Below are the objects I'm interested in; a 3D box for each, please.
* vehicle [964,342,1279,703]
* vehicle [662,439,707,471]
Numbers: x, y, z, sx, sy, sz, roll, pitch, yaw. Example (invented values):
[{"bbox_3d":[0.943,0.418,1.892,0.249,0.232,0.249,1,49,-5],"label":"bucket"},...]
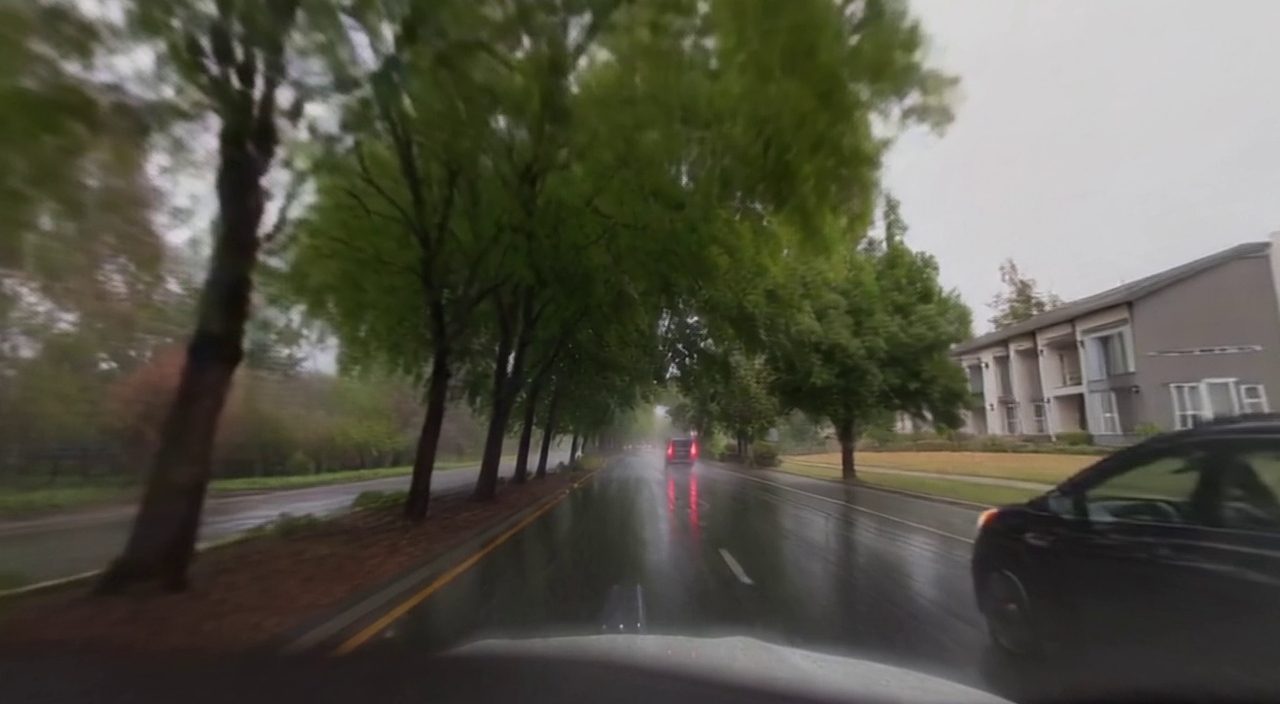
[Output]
[{"bbox_3d":[3.245,0.738,1.934,2.066,1.603,4.475,0,-9,-1],"label":"vehicle"},{"bbox_3d":[2.436,5.833,35.924,2.164,1.725,4.285,0,-9,-1],"label":"vehicle"}]
